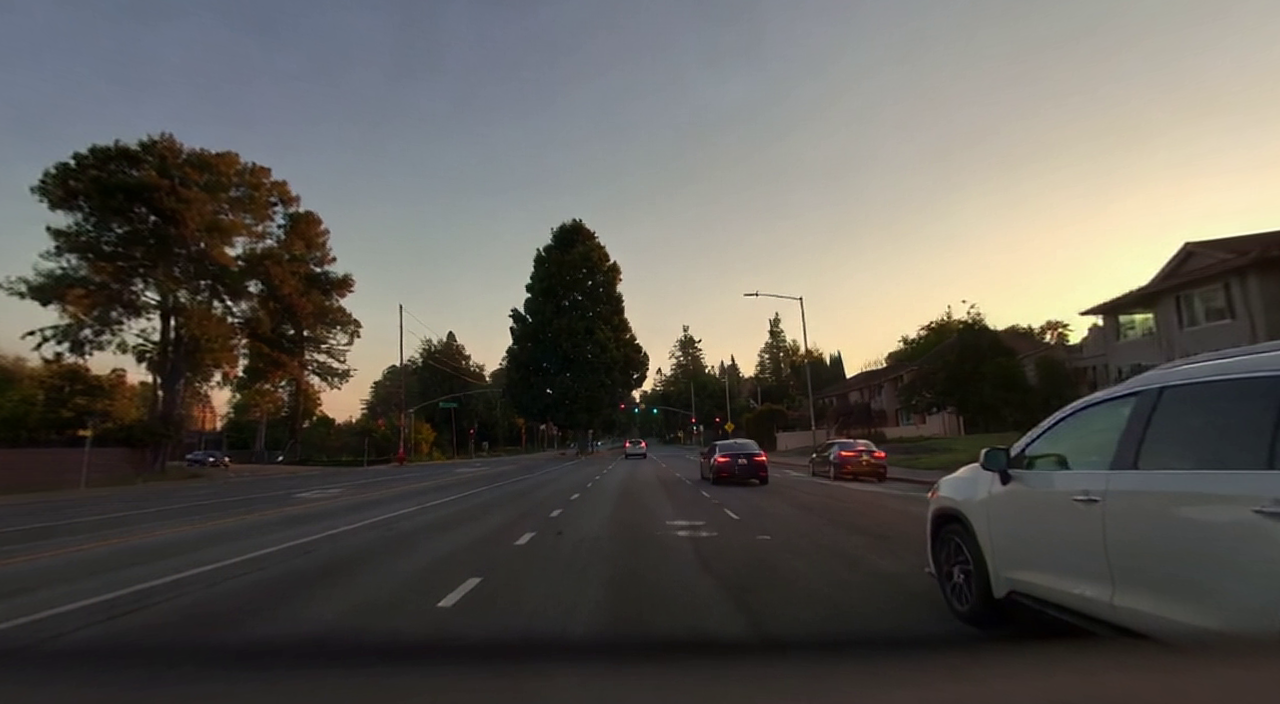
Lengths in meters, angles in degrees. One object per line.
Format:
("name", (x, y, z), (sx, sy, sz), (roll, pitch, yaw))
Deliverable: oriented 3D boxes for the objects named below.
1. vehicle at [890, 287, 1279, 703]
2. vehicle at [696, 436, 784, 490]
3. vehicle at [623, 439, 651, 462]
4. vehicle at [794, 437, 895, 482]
("vehicle", (3.097, 0.788, 2.694), (2.129, 1.761, 4.610), (0, -9, 0))
("vehicle", (2.883, 3.313, 19.073), (1.889, 1.451, 4.180), (0, -9, -1))
("vehicle", (-0.258, 7.662, 49.151), (2.146, 1.685, 4.003), (0, -9, -1))
("vehicle", (7.201, 3.842, 22.746), (2.010, 1.421, 4.586), (0, -9, -2))
